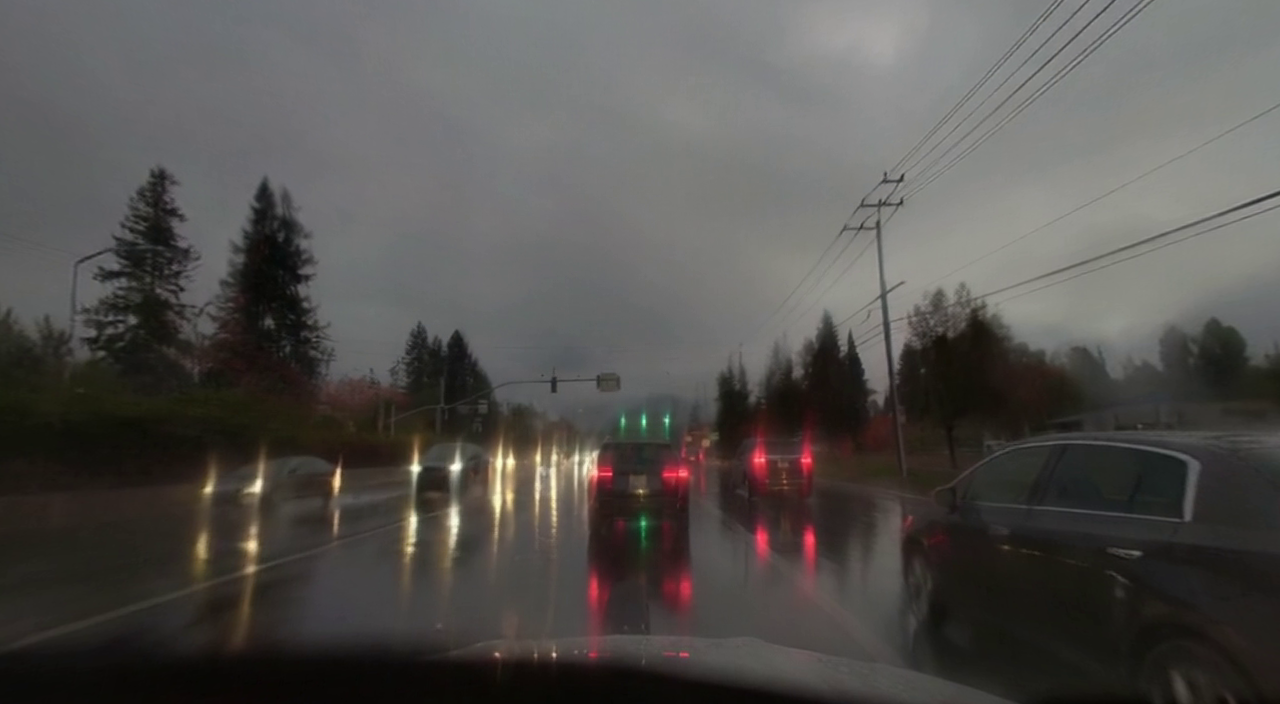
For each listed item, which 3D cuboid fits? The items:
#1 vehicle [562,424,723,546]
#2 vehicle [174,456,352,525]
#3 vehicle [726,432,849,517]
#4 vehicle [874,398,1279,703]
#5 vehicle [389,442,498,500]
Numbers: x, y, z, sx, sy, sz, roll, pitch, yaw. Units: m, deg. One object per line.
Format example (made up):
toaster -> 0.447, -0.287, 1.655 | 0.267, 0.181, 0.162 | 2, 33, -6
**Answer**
vehicle -> 0.047, 2.139, 10.784 | 2.200, 1.653, 4.127 | 0, -8, 1
vehicle -> -9.409, 3.448, 16.252 | 1.854, 1.459, 4.288 | 0, -8, 1
vehicle -> 3.272, 2.785, 14.872 | 1.914, 1.698, 4.049 | 0, -8, 0
vehicle -> 2.856, 1.037, 2.878 | 1.950, 1.487, 4.275 | 0, -8, 1
vehicle -> -6.430, 3.917, 21.255 | 2.218, 1.722, 4.397 | 0, -8, 0
